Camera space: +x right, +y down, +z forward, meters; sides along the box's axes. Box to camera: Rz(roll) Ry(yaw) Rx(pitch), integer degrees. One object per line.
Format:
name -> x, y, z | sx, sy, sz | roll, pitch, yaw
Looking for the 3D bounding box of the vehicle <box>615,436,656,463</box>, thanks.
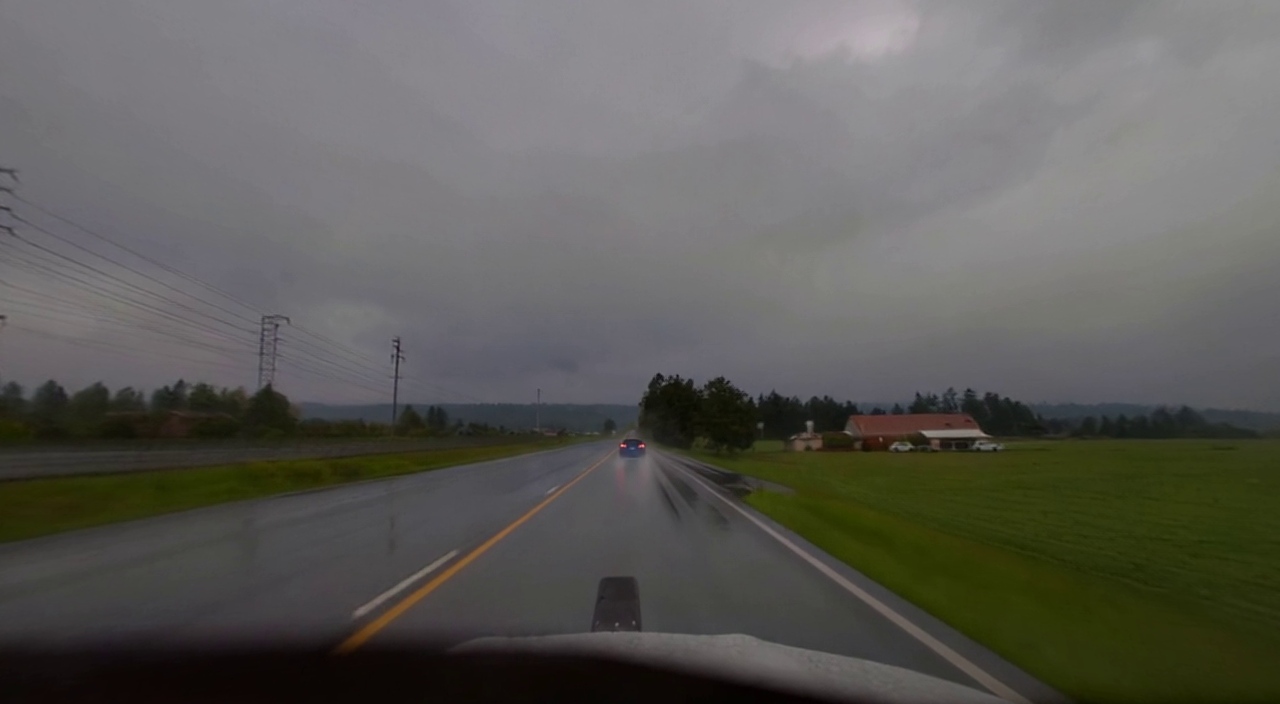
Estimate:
vehicle -> -0.255, 5.587, 36.380 | 2.241, 1.471, 3.829 | 0, -8, -1
